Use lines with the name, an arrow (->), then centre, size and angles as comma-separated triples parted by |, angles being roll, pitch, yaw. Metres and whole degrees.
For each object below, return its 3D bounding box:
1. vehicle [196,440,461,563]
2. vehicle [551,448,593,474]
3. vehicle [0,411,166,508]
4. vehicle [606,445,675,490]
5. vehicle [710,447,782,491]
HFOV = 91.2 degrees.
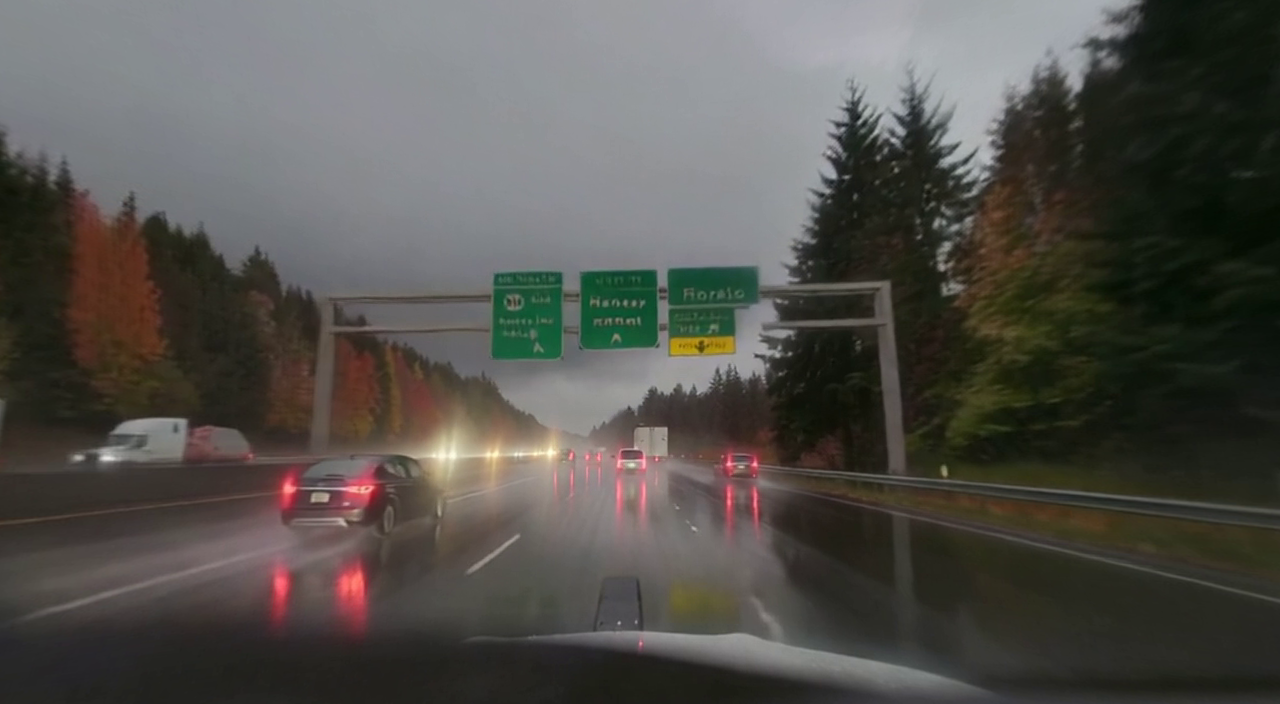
vehicle -> -4.394, 2.156, 9.757 | 2.017, 1.469, 4.113 | 0, -9, 0
vehicle -> -4.726, 7.657, 44.260 | 2.545, 1.679, 4.267 | 0, -9, 0
vehicle -> -17.958, 3.200, 18.834 | 2.769, 2.467, 5.723 | 0, -9, 1
vehicle -> -0.005, 4.731, 25.961 | 2.634, 1.679, 4.070 | 0, -9, -1
vehicle -> 4.103, 4.603, 25.030 | 2.035, 1.571, 4.413 | 0, -9, -1
